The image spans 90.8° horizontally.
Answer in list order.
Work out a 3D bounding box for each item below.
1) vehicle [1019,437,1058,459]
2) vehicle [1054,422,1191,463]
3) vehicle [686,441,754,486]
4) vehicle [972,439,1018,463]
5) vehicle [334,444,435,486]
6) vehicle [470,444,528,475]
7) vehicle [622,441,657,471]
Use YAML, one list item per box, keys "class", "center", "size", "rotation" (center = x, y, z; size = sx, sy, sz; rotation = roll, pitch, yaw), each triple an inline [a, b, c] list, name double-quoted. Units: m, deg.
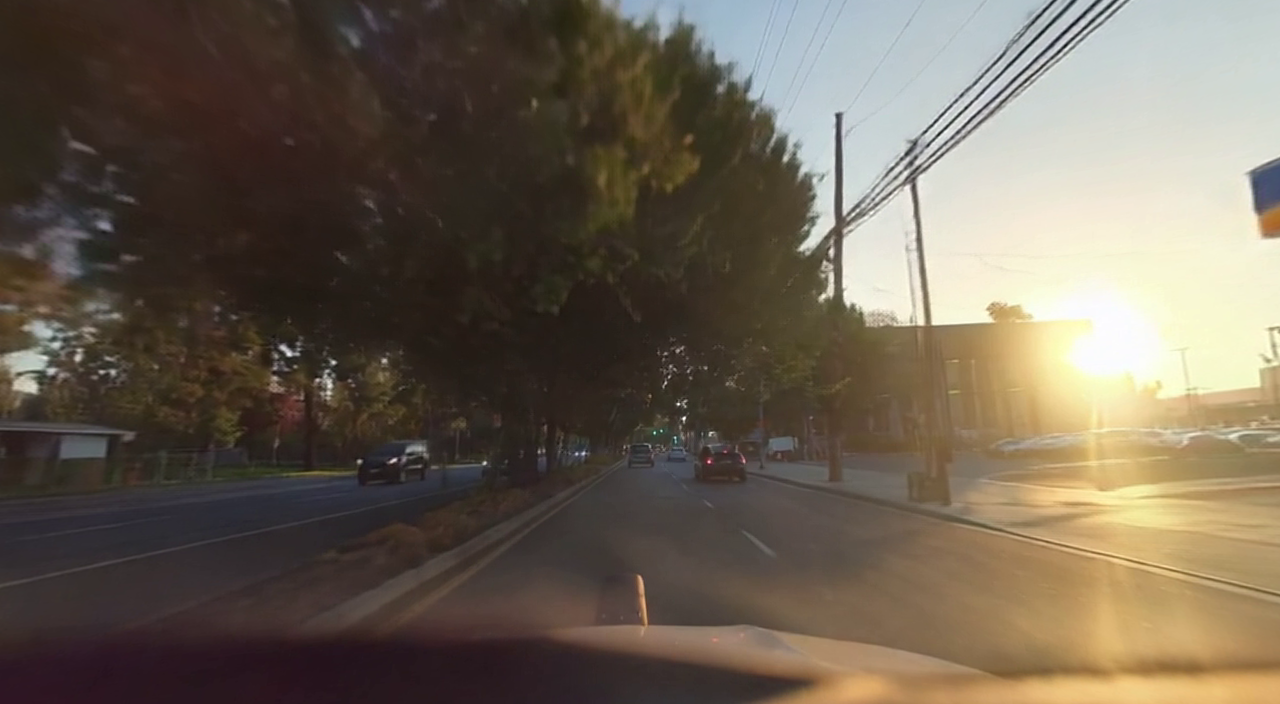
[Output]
- class: "vehicle"
  center: [27.347, 6.581, 43.424]
  size: [1.825, 1.476, 3.833]
  rotation: [-4, -9, 26]
- class: "vehicle"
  center: [23.051, 4.365, 30.426]
  size: [2.187, 1.757, 4.663]
  rotation: [3, -9, -22]
- class: "vehicle"
  center: [3.088, 4.408, 25.302]
  size: [1.990, 1.592, 4.294]
  rotation: [0, -8, -2]
- class: "vehicle"
  center: [24.387, 6.725, 43.297]
  size: [2.071, 1.528, 4.644]
  rotation: [-7, -10, 35]
- class: "vehicle"
  center: [-11.880, 5.263, 29.970]
  size: [2.383, 1.725, 5.760]
  rotation: [-1, -8, 0]
- class: "vehicle"
  center: [-8.491, 6.465, 38.438]
  size: [2.518, 1.719, 4.314]
  rotation: [-1, -8, 0]
- class: "vehicle"
  center: [-0.034, 6.758, 41.215]
  size: [2.163, 1.825, 4.073]
  rotation: [-1, -8, -1]
